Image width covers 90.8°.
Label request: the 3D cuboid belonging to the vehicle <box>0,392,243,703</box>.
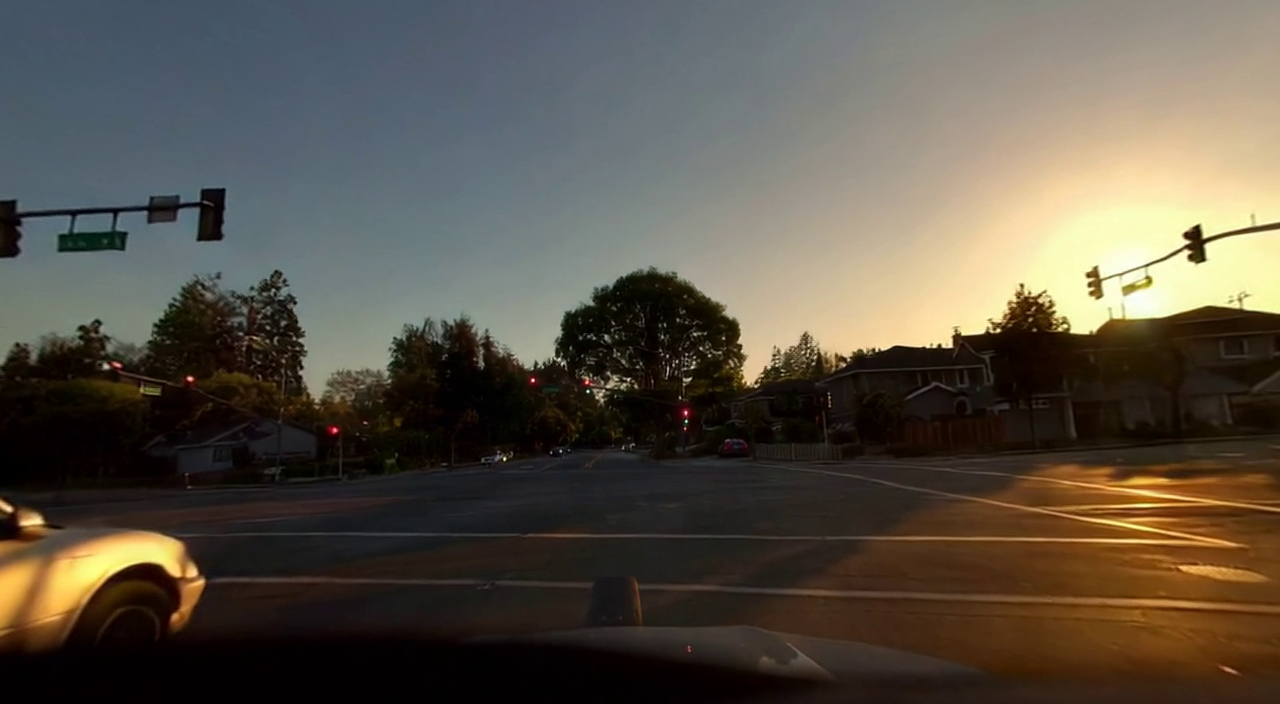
[{"bbox_3d":[-3.657,0.901,2.395,1.777,1.537,3.831,0,-9,0],"label":"vehicle"}]
